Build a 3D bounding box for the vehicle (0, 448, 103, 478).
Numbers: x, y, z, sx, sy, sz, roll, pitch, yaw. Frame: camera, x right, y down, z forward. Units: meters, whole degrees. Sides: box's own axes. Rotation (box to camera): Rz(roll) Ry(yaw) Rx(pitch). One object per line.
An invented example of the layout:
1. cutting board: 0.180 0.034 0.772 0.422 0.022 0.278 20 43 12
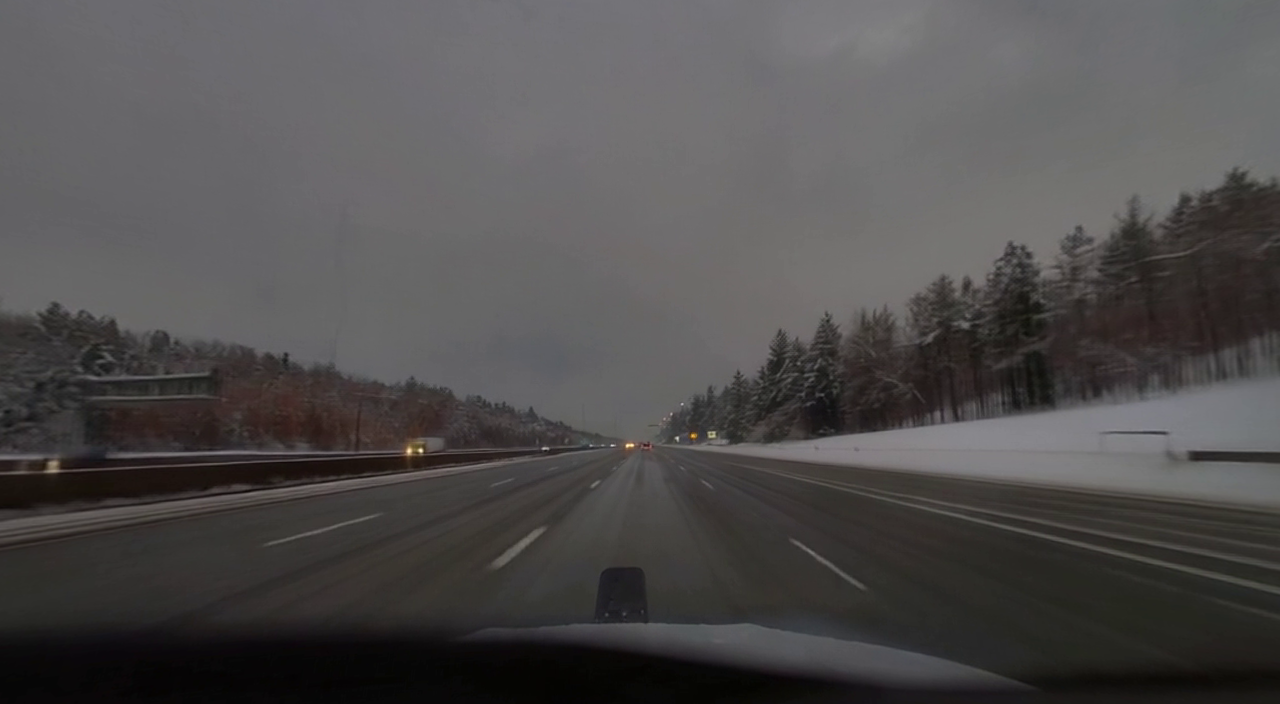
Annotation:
1. vehicle: -34.155 6.365 36.379 2.015 1.583 4.829 -1 -8 1
